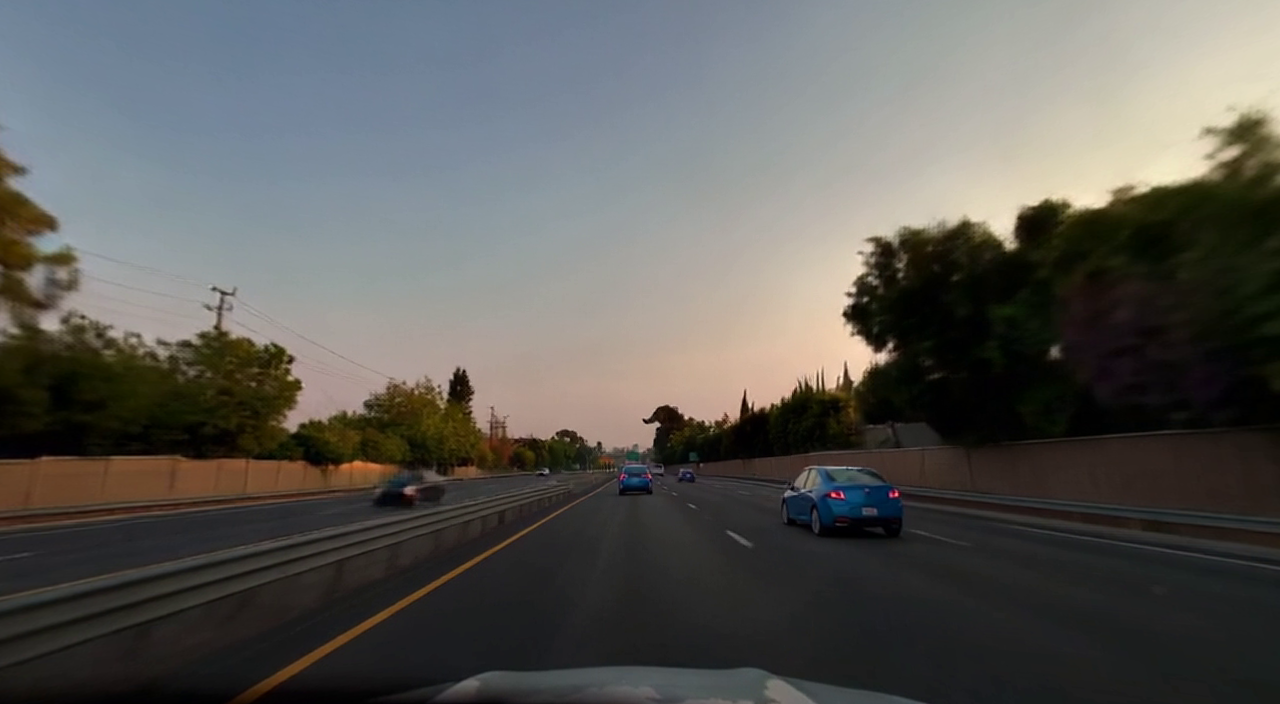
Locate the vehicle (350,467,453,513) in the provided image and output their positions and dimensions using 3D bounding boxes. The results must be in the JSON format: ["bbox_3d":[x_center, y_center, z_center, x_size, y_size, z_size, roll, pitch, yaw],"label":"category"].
[{"bbox_3d":[-8.476,4.945,22.894,2.006,1.468,4.450,1,-11,0],"label":"vehicle"}]

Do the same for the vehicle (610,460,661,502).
[{"bbox_3d":[-0.196,5.532,27.188,2.037,1.605,3.833,1,-11,0],"label":"vehicle"}]

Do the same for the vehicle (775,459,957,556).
[{"bbox_3d":[4.037,2.863,12.112,1.938,1.494,4.032,1,-11,-1],"label":"vehicle"}]
